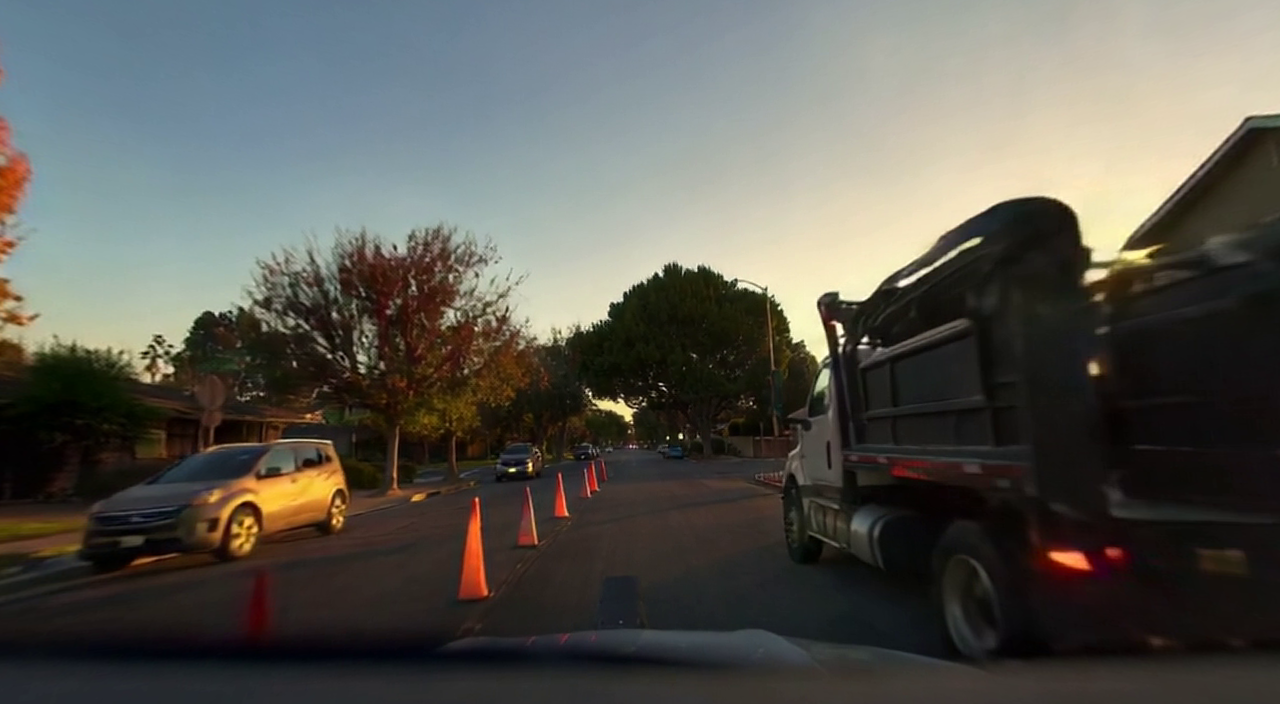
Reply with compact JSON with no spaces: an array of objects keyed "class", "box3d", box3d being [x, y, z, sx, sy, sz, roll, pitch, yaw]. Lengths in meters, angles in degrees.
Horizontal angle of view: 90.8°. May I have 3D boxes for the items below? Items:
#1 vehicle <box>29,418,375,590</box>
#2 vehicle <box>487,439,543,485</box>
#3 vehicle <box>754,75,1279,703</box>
[{"class":"vehicle","box3d":[-6.207,2.145,9.901,2.210,1.849,4.638,-4,-8,-2]},{"class":"vehicle","box3d":[-5.788,5.096,29.678,2.087,1.835,4.445,-1,-7,-5]},{"class":"vehicle","box3d":[3.199,0.608,6.556,2.750,3.440,6.535,0,-8,0]}]
